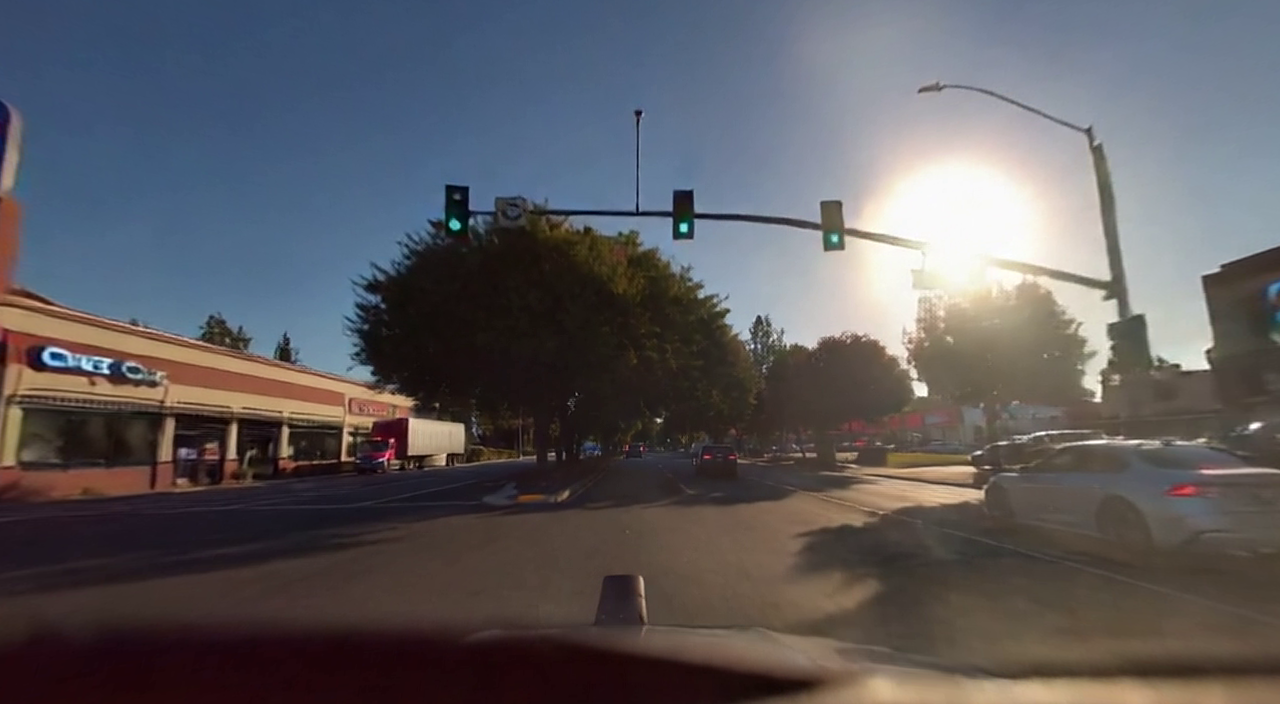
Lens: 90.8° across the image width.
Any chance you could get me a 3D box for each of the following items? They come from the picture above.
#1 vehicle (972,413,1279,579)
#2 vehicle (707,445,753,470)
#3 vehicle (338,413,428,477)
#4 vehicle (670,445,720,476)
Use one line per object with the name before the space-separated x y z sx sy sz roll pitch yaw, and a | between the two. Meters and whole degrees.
vehicle | 6.901 1.810 8.762 2.002 1.651 4.647 0 -9 0
vehicle | 5.823 6.897 41.375 2.150 1.485 4.919 0 -9 -2
vehicle | -19.208 7.094 48.003 3.008 4.297 9.041 0 -9 -1
vehicle | 2.823 5.692 33.303 2.099 1.463 4.365 0 -9 -2
